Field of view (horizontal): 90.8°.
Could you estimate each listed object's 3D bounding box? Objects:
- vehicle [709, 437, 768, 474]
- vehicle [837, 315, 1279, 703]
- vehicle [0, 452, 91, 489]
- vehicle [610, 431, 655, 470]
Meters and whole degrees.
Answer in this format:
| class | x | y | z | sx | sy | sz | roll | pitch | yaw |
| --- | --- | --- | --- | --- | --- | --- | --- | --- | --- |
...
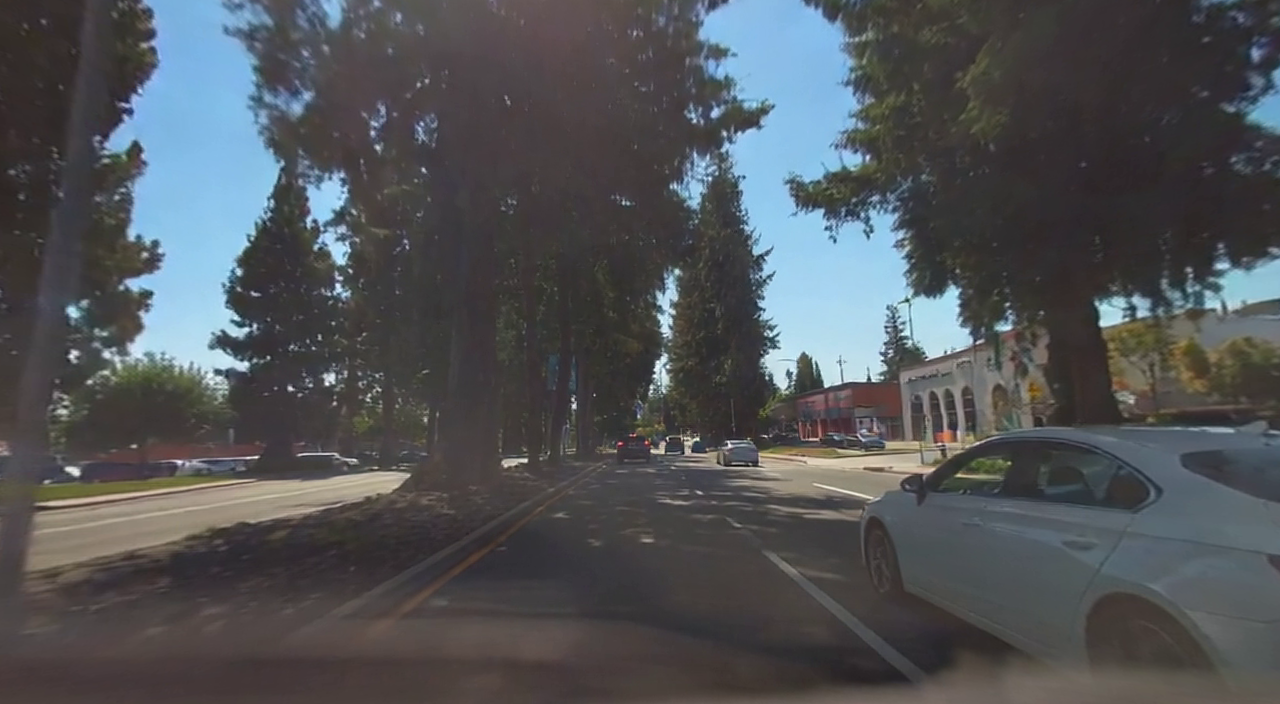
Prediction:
| class | x | y | z | sx | sy | sz | roll | pitch | yaw |
| --- | --- | --- | --- | --- | --- | --- | --- | --- | --- |
| vehicle | 4.098 | 4.382 | 26.959 | 1.883 | 1.452 | 4.258 | 0 | -8 | 0 |
| vehicle | 3.015 | 0.994 | 3.808 | 2.153 | 1.658 | 4.485 | 0 | -8 | -1 |
| vehicle | -30.832 | 5.891 | 31.577 | 4.678 | 1.692 | 2.118 | 0 | -8 | 0 |
| vehicle | -0.390 | 4.908 | 31.718 | 2.106 | 1.798 | 4.168 | 0 | -8 | 0 |
